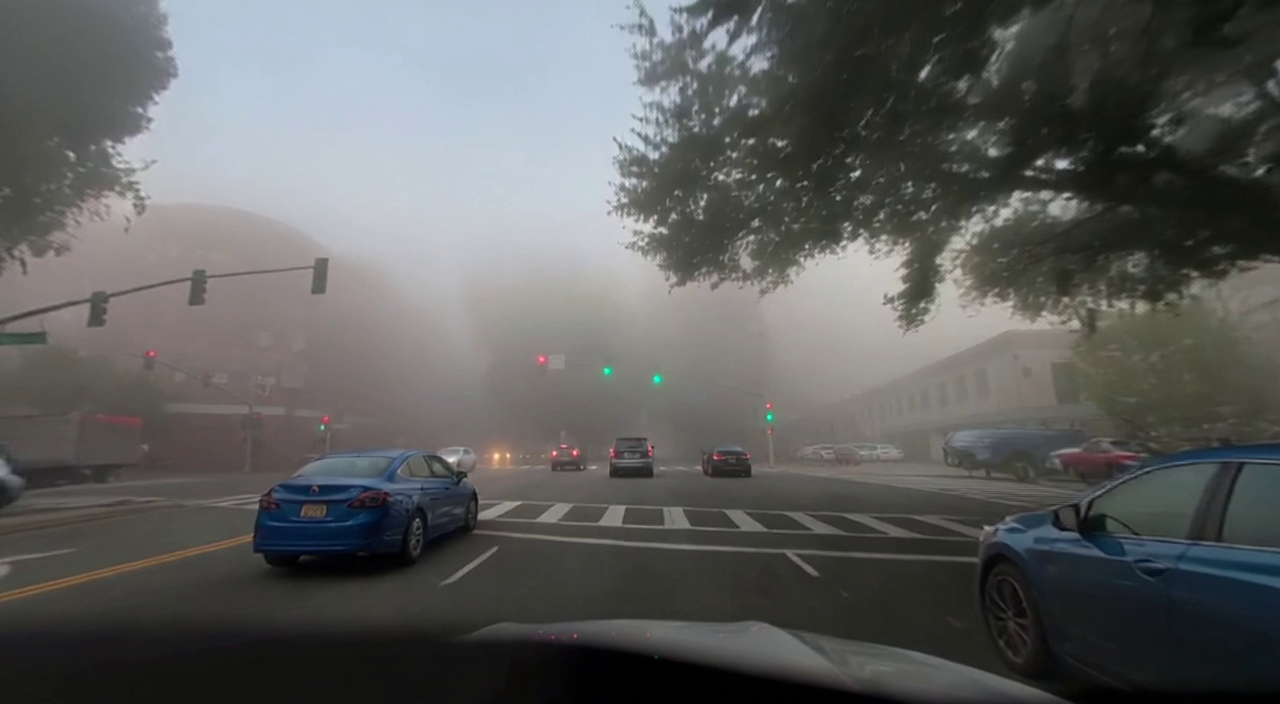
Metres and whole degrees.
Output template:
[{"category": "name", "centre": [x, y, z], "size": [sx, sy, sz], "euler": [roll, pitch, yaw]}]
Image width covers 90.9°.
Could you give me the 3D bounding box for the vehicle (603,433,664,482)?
[{"category": "vehicle", "centre": [-0.245, 4.436, 26.784], "size": [2.361, 1.898, 4.465], "euler": [0, -8, 0]}]

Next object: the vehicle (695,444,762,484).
[{"category": "vehicle", "centre": [3.500, 4.493, 25.699], "size": [2.058, 1.472, 4.317], "euler": [0, -8, 0]}]

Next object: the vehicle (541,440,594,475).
[{"category": "vehicle", "centre": [-3.624, 5.342, 32.235], "size": [2.130, 1.645, 3.995], "euler": [0, -8, 1]}]

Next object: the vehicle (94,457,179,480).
[{"category": "vehicle", "centre": [-36.616, 8.465, 45.949], "size": [4.458, 1.494, 1.849], "euler": [4, -9, -26]}]

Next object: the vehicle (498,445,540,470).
[{"category": "vehicle", "centre": [-8.766, 7.643, 46.009], "size": [2.059, 1.559, 4.709], "euler": [-4, -8, 1]}]

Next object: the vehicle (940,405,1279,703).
[{"category": "vehicle", "centre": [3.137, 0.938, 2.171], "size": [2.052, 1.475, 4.540], "euler": [0, -8, 1]}]

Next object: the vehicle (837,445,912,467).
[{"category": "vehicle", "centre": [16.209, 7.216, 43.741], "size": [4.407, 1.492, 1.930], "euler": [0, -8, 2]}]

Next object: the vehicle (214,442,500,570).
[{"category": "vehicle", "centre": [-3.551, 1.976, 8.903], "size": [2.115, 1.369, 3.908], "euler": [0, -8, 2]}]

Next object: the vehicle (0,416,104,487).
[{"category": "vehicle", "centre": [-35.049, 5.185, 33.147], "size": [12.467, 3.385, 3.314], "euler": [-2, -9, 13]}]
